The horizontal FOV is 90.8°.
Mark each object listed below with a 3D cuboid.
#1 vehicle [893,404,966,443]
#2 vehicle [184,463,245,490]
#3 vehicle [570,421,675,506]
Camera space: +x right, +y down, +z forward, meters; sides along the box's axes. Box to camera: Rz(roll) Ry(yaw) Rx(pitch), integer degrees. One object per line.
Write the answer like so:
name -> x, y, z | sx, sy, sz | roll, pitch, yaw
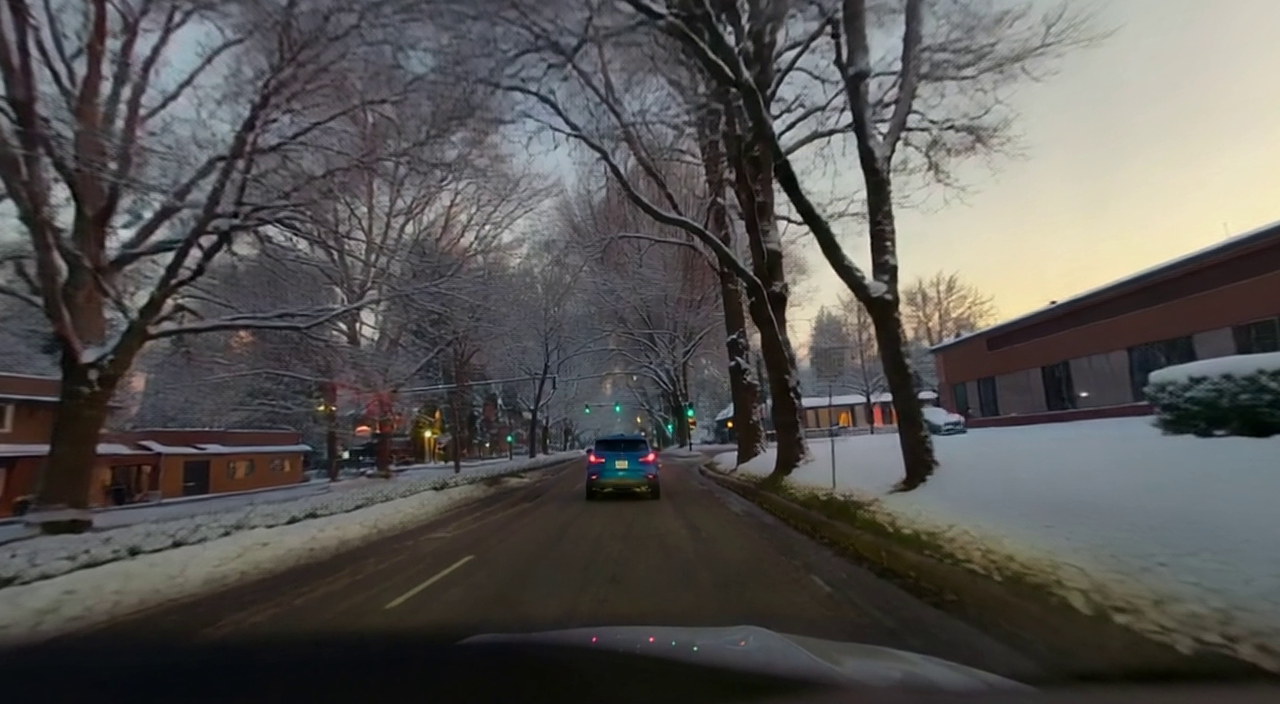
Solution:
vehicle -> 16.300, 4.133, 35.878 | 2.039, 1.990, 5.111 | -1, -8, 4
vehicle -> -28.628, 8.380, 42.635 | 1.771, 1.435, 4.144 | -6, -9, -9
vehicle -> -0.385, 2.564, 14.924 | 2.136, 1.703, 3.910 | 0, -8, -1
